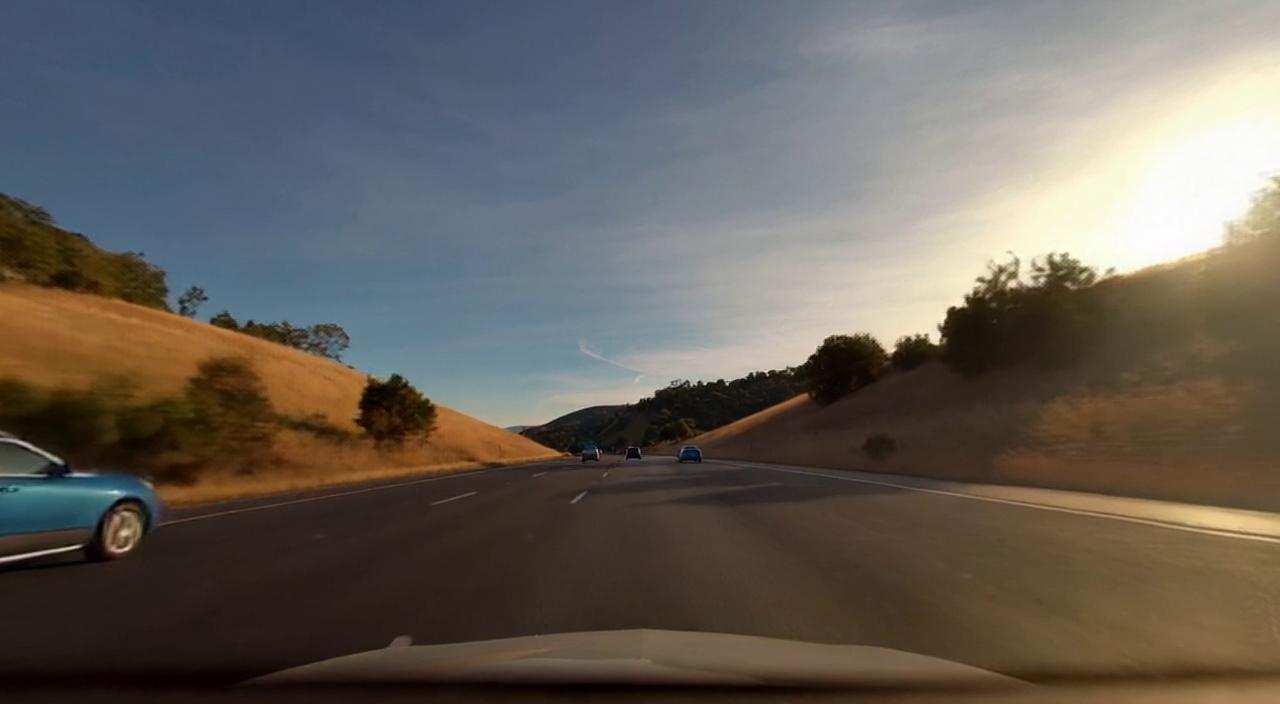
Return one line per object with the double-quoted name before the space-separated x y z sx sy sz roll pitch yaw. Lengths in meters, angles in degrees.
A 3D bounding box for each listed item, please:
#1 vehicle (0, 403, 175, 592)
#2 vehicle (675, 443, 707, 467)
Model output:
"vehicle" -7.182 1.326 5.594 2.285 1.759 4.968 0 -8 0
"vehicle" 3.858 7.857 48.445 1.995 1.712 4.206 0 -8 -2
